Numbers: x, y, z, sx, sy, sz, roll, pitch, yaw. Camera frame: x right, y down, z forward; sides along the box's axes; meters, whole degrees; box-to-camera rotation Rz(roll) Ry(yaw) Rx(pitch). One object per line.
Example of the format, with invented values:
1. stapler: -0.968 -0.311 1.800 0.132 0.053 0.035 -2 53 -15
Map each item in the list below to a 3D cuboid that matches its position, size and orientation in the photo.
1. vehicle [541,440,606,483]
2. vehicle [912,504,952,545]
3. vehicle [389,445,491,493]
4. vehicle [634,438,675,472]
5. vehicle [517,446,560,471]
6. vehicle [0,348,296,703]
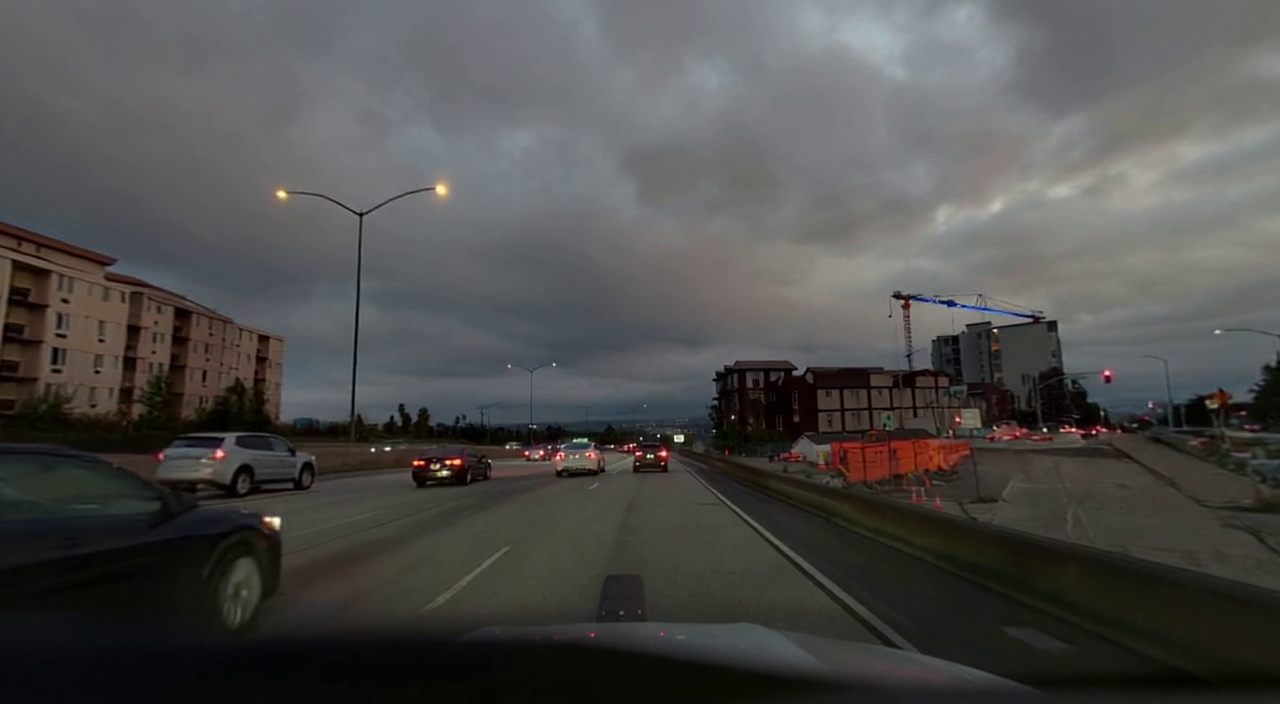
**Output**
1. vehicle: -2.765 4.683 27.307 2.109 1.657 4.554 0 -8 3
2. vehicle: 19.383 11.426 41.903 1.859 1.579 4.190 -6 -2 20
3. vehicle: -6.774 3.996 21.942 1.959 1.486 4.460 0 -8 2
4. vehicle: 0.789 5.644 34.725 2.116 1.763 4.352 0 -8 1
5. vehicle: -6.359 6.718 39.964 1.931 1.505 4.386 0 -8 1
6. vehicle: -3.686 0.826 2.527 2.045 1.710 4.382 0 -8 1
